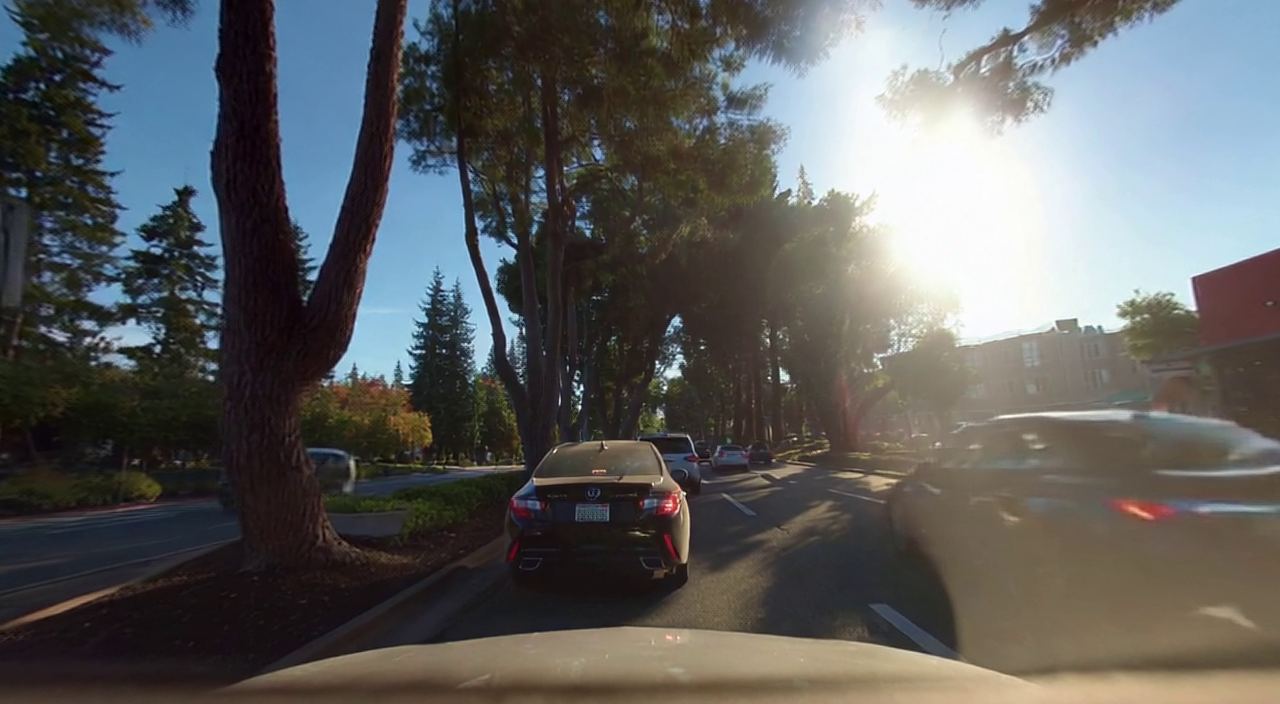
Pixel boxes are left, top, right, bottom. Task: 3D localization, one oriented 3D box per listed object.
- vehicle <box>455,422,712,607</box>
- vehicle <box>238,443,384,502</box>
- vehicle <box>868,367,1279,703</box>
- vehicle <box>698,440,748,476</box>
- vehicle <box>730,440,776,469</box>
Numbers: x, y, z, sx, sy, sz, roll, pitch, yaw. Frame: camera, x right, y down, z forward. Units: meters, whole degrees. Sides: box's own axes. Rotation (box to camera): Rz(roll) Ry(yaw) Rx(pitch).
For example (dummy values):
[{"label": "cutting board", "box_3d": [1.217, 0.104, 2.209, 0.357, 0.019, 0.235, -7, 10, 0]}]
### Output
[{"label": "vehicle", "box_3d": [-0.471, 1.642, 7.250, 2.111, 1.506, 4.018, 0, -8, 0]}, {"label": "vehicle", "box_3d": [-11.964, 4.388, 23.472, 2.257, 1.904, 5.751, 0, -9, 1]}, {"label": "vehicle", "box_3d": [3.608, 1.199, 5.061, 1.971, 1.637, 4.317, 0, -8, 1]}, {"label": "vehicle", "box_3d": [4.097, 5.302, 31.643, 1.946, 1.648, 4.230, 0, -9, 1]}, {"label": "vehicle", "box_3d": [7.804, 7.097, 43.741, 2.253, 1.854, 5.409, 0, -9, 1]}]
